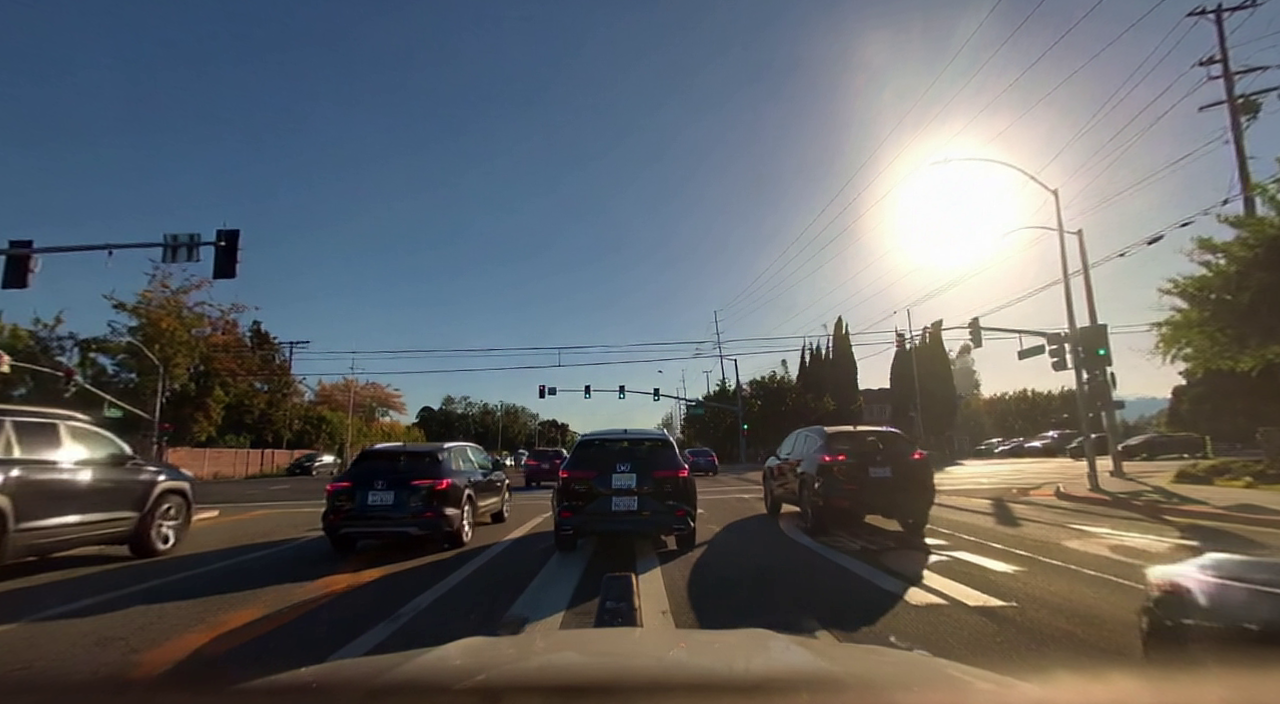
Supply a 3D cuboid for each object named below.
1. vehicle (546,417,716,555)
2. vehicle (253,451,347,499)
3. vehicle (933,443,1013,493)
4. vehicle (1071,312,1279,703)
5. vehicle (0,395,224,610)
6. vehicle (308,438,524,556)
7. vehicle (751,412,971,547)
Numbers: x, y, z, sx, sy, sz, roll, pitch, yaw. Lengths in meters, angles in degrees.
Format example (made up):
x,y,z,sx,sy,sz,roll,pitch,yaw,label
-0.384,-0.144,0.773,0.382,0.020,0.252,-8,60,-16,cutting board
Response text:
x,y,z,sx,sy,sz,roll,pitch,yaw,label
-0.103,1.986,9.998,2.111,1.712,4.078,0,-9,0,vehicle
-11.833,4.251,22.343,1.974,1.491,4.450,3,-9,-16,vehicle
11.197,3.790,21.080,1.913,1.457,4.298,-5,-10,32,vehicle
2.752,0.498,0.211,2.034,1.655,4.465,0,-9,0,vehicle
-6.515,1.356,5.865,2.116,1.812,4.609,0,-9,0,vehicle
-3.253,2.181,10.294,1.881,1.466,4.484,0,-9,0,vehicle
3.364,2.058,10.804,1.999,1.789,4.583,0,-9,-1,vehicle
